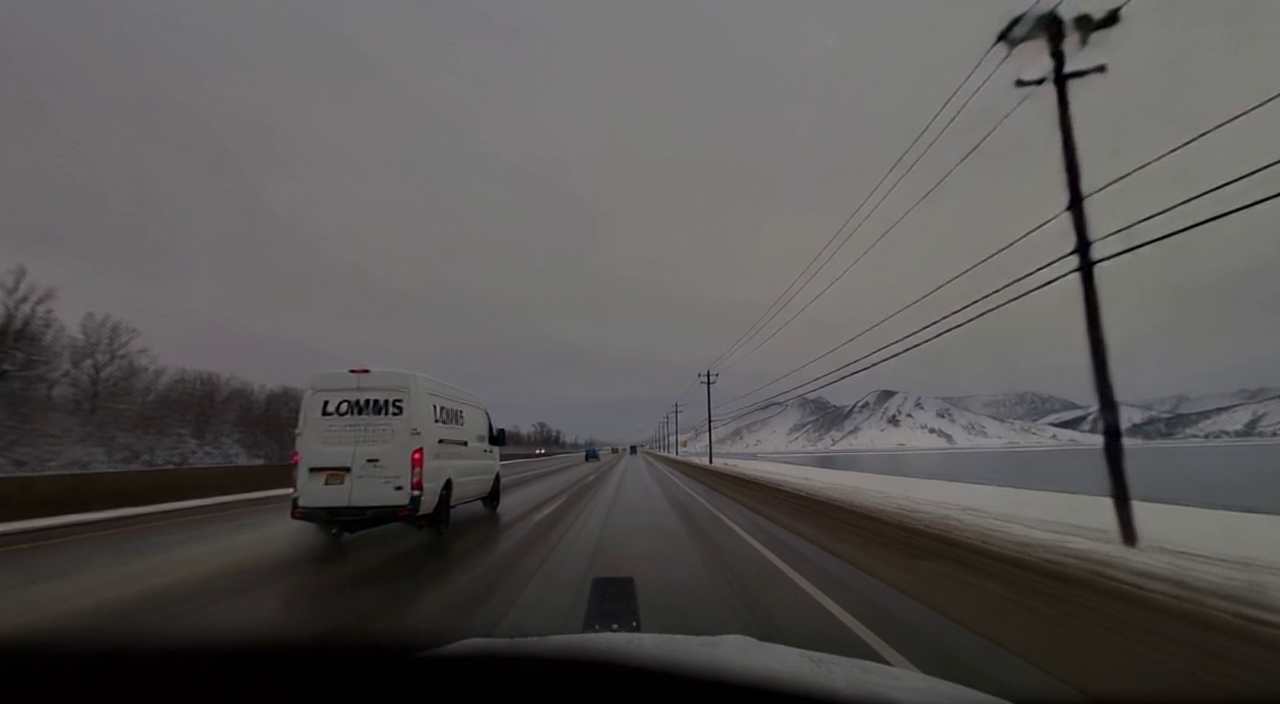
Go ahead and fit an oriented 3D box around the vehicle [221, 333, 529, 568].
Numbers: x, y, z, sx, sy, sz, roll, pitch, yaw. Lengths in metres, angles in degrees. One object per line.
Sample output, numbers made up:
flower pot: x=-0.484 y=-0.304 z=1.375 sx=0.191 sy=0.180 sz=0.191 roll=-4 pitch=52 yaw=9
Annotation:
vehicle: x=-3.668 y=1.613 z=10.748 sx=2.331 sy=2.757 sz=6.581 roll=0 pitch=-8 yaw=0
